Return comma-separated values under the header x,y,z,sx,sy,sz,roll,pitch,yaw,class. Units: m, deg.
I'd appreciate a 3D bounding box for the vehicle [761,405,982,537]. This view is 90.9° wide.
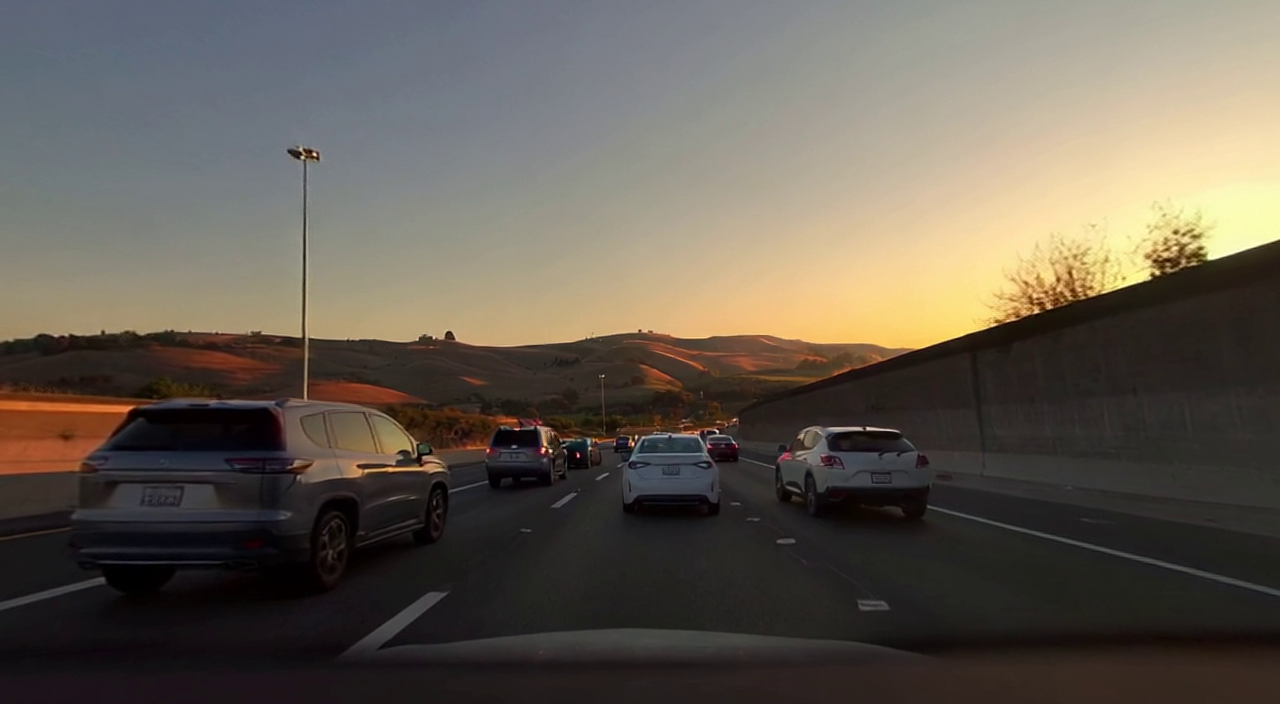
x,y,z,sx,sy,sz,roll,pitch,yaw,class
3.561,1.932,10.824,2.046,1.765,4.534,0,-8,0,vehicle

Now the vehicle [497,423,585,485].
x,y,z,sx,sy,sz,roll,pitch,yaw,class
-3.165,3.390,21.204,1.997,1.806,5.002,0,-8,2,vehicle

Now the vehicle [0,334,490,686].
x,y,z,sx,sy,sz,roll,pitch,yaw,class
-3.334,1.227,6.180,2.301,1.902,5.374,0,-8,1,vehicle

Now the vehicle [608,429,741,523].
x,y,z,sx,sy,sz,roll,pitch,yaw,class
0.578,2.285,12.239,2.105,1.471,4.349,0,-8,1,vehicle
